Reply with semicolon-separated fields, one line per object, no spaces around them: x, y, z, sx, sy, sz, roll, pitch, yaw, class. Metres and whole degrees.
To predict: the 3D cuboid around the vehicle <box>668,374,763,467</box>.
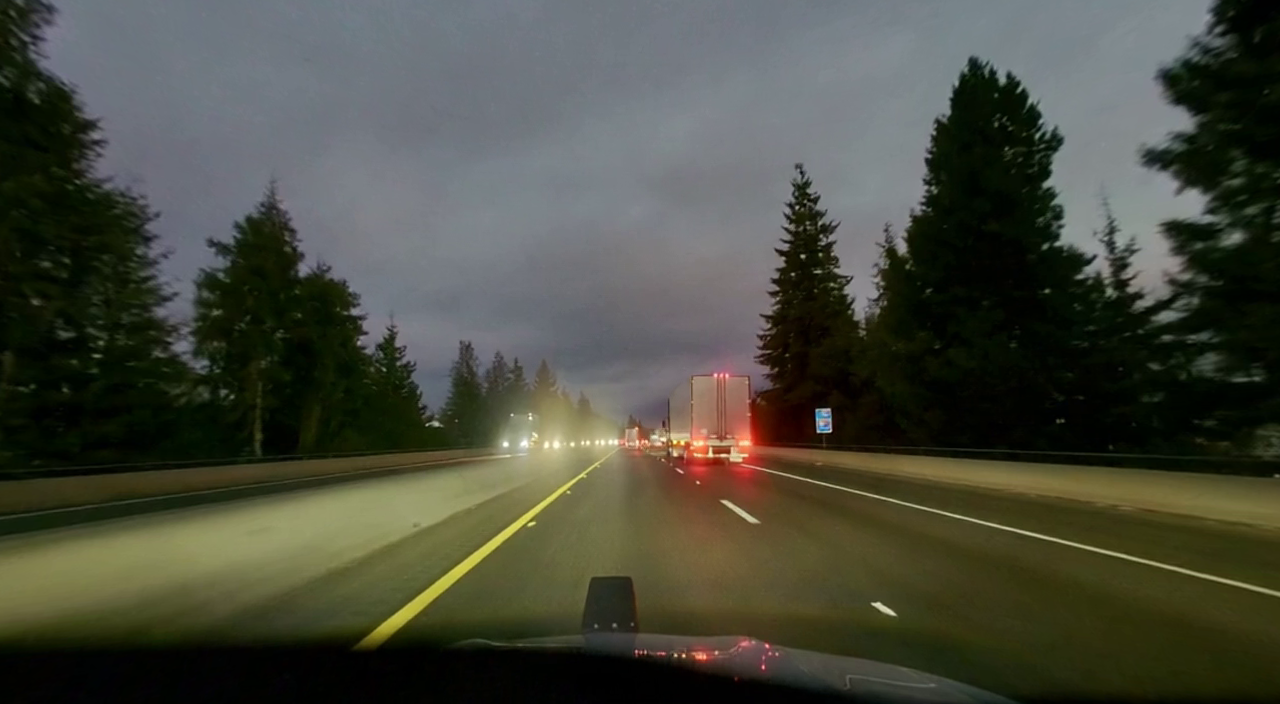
3.567;3.877;34.057;3.038;3.975;13.887;0;-8;-2;vehicle
